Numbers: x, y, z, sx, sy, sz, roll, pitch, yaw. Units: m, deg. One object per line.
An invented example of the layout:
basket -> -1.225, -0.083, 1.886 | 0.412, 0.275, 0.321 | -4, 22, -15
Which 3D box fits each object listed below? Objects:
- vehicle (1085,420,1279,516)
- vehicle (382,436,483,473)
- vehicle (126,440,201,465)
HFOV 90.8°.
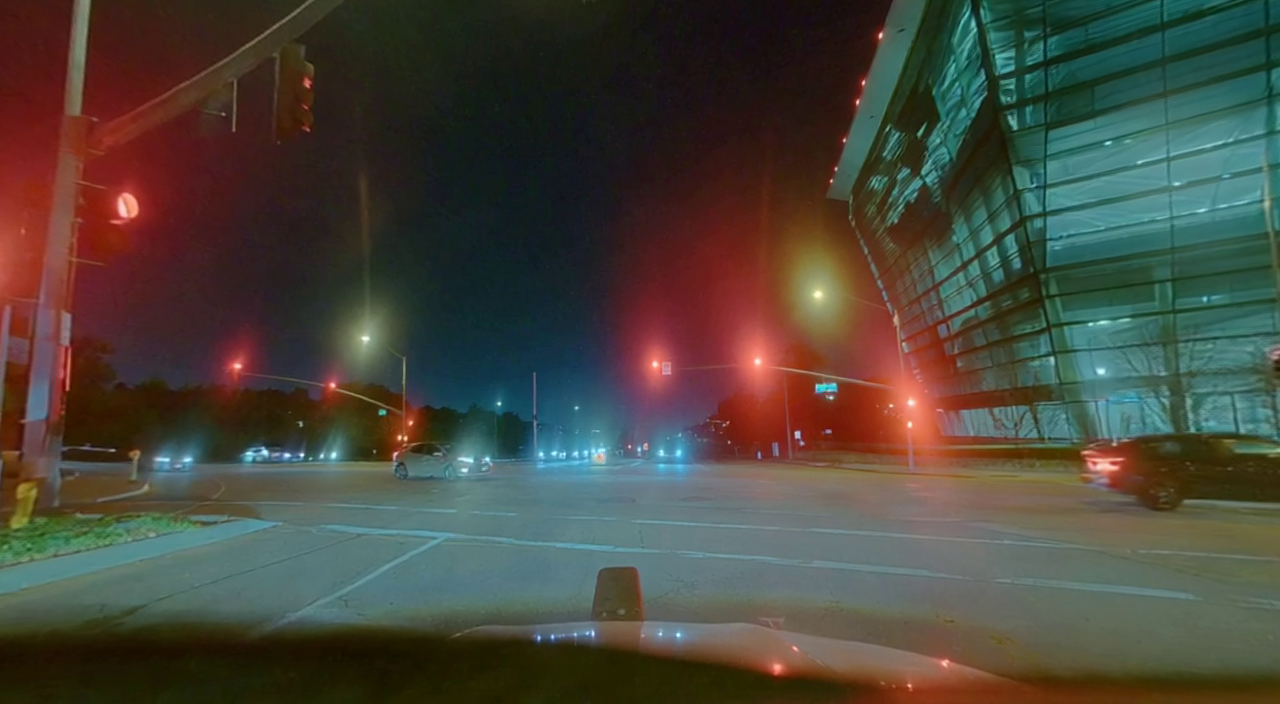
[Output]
vehicle -> 12.232, 2.328, 12.927 | 4.849, 1.766, 2.080 | -7, -11, 38
vehicle -> -9.728, 4.776, 29.524 | 4.698, 1.609, 1.975 | -6, -10, 34
vehicle -> -30.089, 6.337, 39.854 | 4.798, 1.461, 1.939 | -5, -10, 30
